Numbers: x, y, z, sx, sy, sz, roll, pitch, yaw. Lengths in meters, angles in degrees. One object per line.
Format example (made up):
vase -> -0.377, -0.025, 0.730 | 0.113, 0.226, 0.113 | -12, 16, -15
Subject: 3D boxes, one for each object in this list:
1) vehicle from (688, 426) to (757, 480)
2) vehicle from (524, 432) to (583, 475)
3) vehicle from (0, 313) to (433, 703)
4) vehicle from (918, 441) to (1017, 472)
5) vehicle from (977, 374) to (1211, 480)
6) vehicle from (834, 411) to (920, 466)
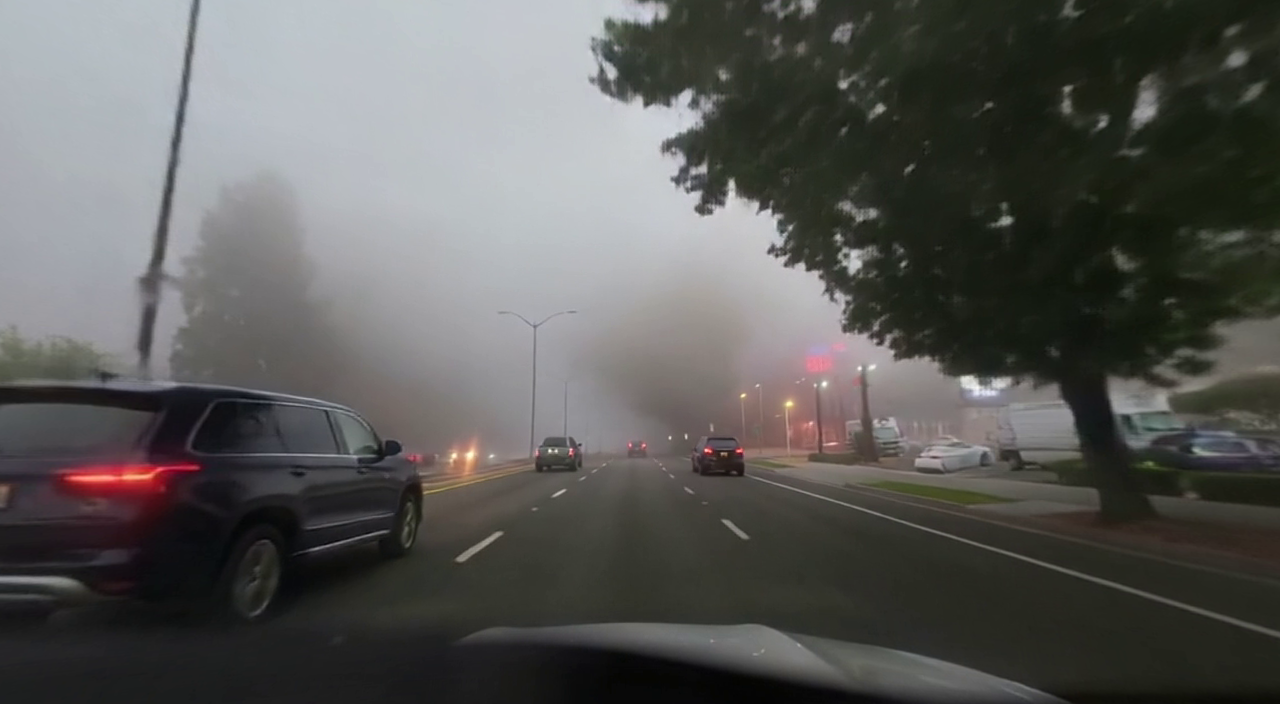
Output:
vehicle -> 3.153, 3.976, 24.912 | 2.024, 1.921, 4.431 | 0, -8, -2
vehicle -> -3.775, 4.531, 28.219 | 2.014, 1.775, 4.404 | 0, -8, 0
vehicle -> -3.693, 1.103, 5.387 | 2.210, 1.925, 4.838 | 0, -8, -1
vehicle -> 16.676, 5.287, 31.942 | 4.701, 1.470, 1.985 | 4, -9, -27
vehicle -> 15.770, 2.907, 22.773 | 2.919, 3.125, 7.218 | 2, -10, -1
vehicle -> 15.685, 5.869, 42.311 | 2.642, 3.252, 8.515 | 0, -8, 1
